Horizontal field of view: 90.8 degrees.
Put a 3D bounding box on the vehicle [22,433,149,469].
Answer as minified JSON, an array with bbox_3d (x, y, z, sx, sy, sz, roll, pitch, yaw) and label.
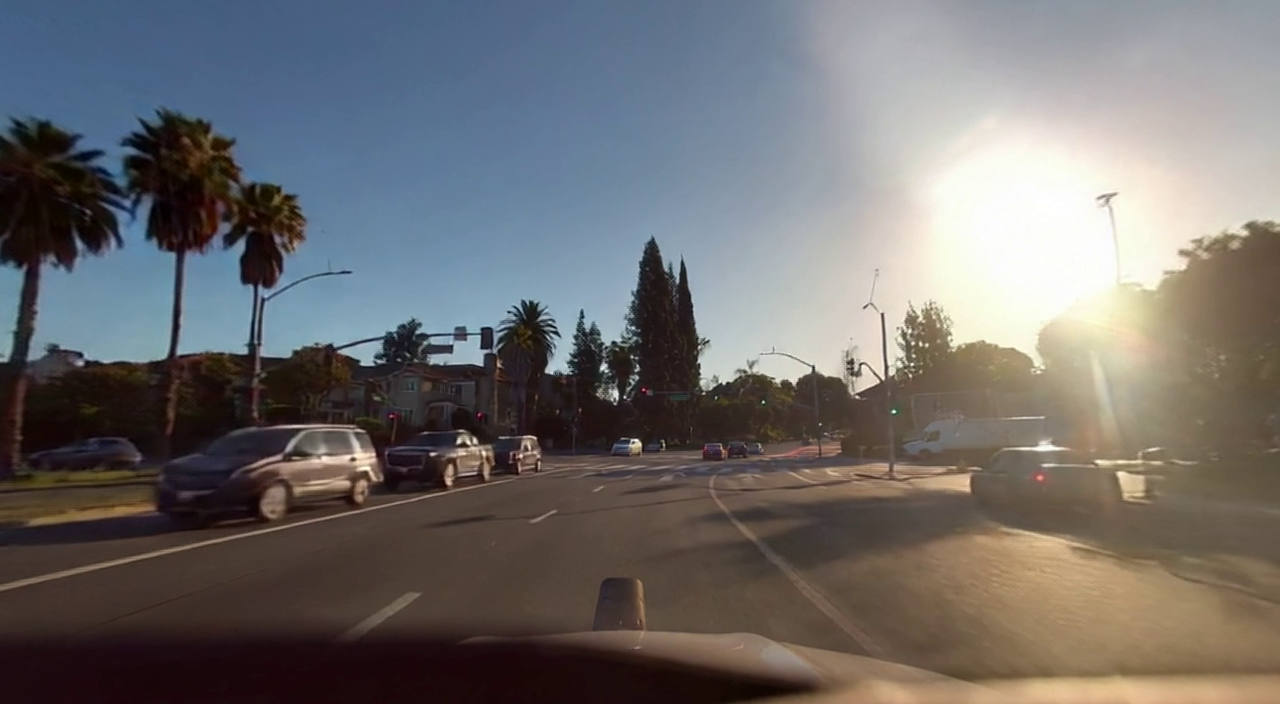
[{"bbox_3d":[-31.663,5.644,36.297,5.112,1.780,1.981,2,-8,-30],"label":"vehicle"}]

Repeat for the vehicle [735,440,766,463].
[{"bbox_3d":[8.751,7.858,49.861,2.255,1.708,4.328,-2,-9,10],"label":"vehicle"}]

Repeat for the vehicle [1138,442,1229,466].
[{"bbox_3d":[39.460,7.404,45.970,4.479,1.706,2.051,-2,-9,10],"label":"vehicle"}]

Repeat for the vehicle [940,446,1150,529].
[{"bbox_3d":[8.510,2.833,13.927,2.144,1.473,4.638,-1,-9,9],"label":"vehicle"}]

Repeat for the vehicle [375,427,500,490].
[{"bbox_3d":[-6.388,3.420,20.659,2.188,1.789,4.881,-1,-8,4],"label":"vehicle"}]

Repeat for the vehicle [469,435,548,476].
[{"bbox_3d":[-5.819,4.652,28.632,2.010,1.686,4.653,-1,-9,8],"label":"vehicle"}]

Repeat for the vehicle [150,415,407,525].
[{"bbox_3d":[-6.680,2.244,12.530,2.072,1.738,4.757,-1,-8,3],"label":"vehicle"}]

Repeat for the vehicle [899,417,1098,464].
[{"bbox_3d":[27.038,6.826,48.426,12.701,3.428,3.061,-2,-9,10],"label":"vehicle"}]
